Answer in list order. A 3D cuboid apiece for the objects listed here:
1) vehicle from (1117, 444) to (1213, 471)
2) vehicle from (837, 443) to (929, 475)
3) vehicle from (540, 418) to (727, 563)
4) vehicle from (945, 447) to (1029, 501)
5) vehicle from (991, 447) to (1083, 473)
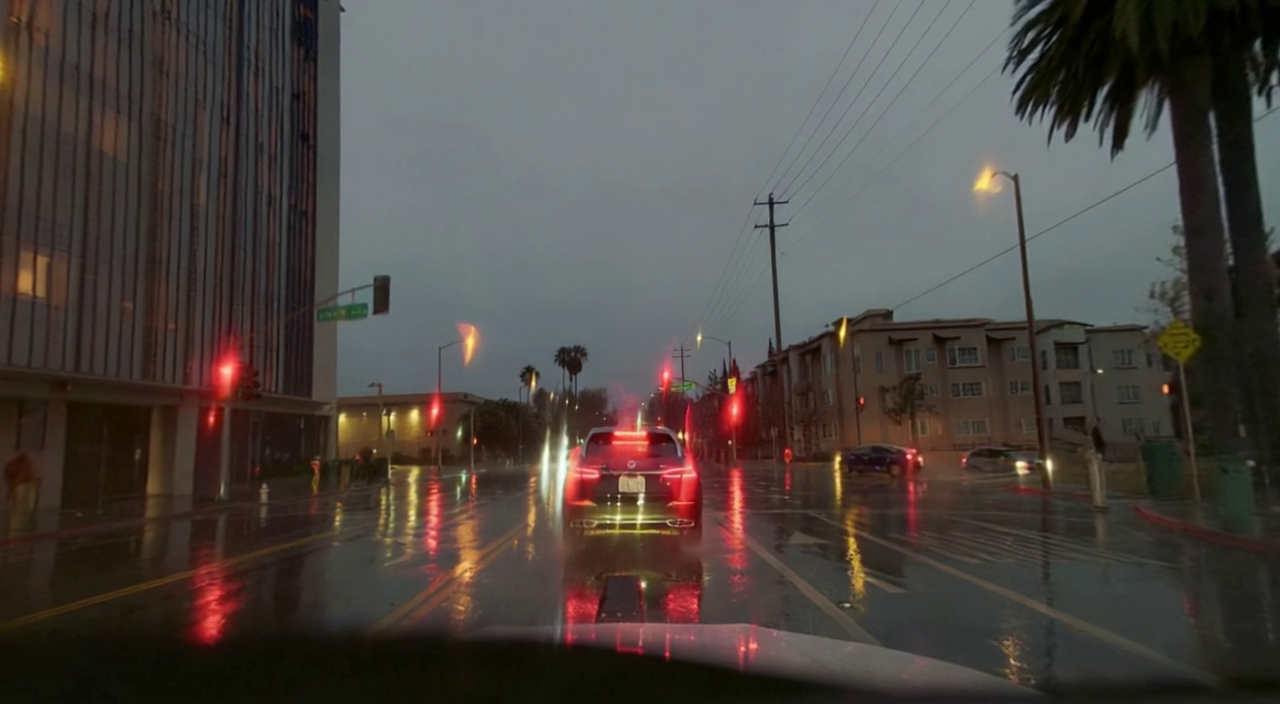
[{"bbox_3d":[32.163,6.459,38.769,4.234,1.613,1.812,0,-8,-1],"label":"vehicle"},{"bbox_3d":[13.587,6.022,35.535,4.494,1.704,1.976,-2,-9,12],"label":"vehicle"},{"bbox_3d":[-0.081,1.875,9.235,2.144,1.643,3.770,0,-8,0],"label":"vehicle"},{"bbox_3d":[11.916,4.068,21.575,2.004,1.593,4.118,-6,-10,34],"label":"vehicle"},{"bbox_3d":[24.251,6.604,38.696,4.417,1.462,1.761,0,-8,-1],"label":"vehicle"}]
